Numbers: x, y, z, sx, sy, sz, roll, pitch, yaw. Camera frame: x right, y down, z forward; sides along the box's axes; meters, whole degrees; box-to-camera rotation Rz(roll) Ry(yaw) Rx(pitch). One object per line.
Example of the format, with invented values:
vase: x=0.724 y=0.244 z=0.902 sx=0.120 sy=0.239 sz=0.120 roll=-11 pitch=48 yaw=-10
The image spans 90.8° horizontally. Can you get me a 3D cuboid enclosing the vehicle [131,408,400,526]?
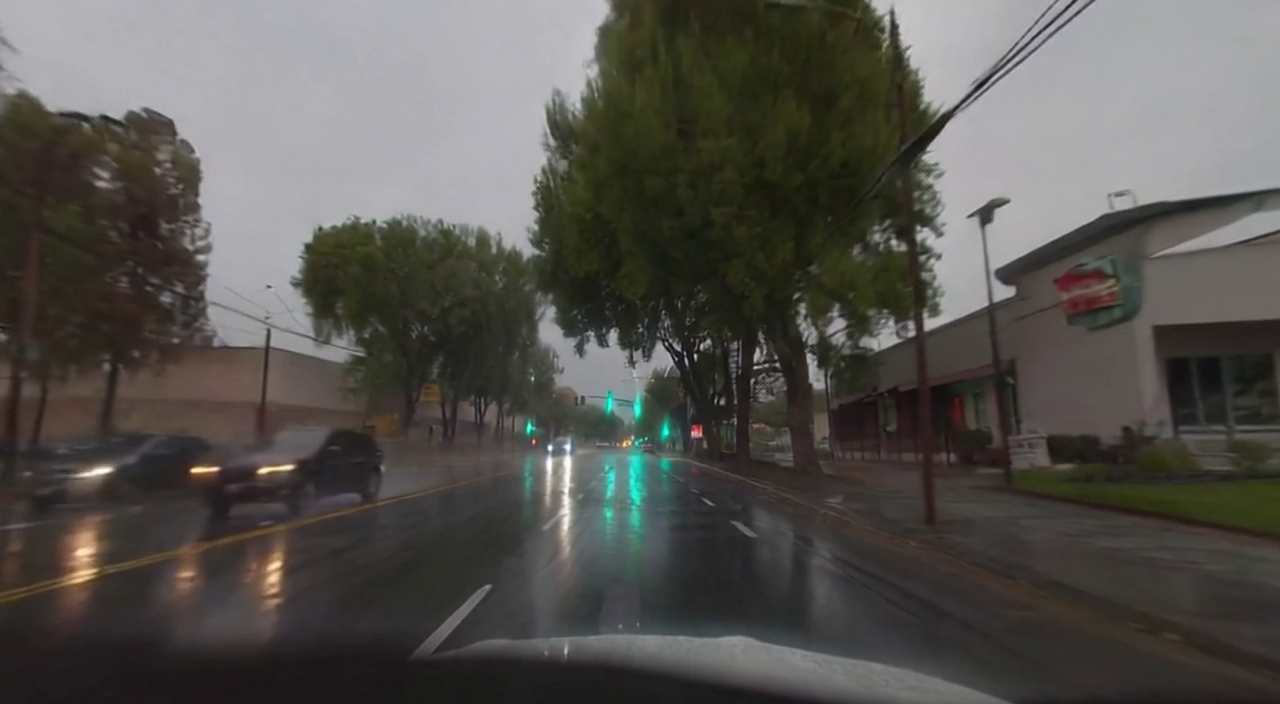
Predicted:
vehicle: x=-6.734 y=2.132 z=12.228 sx=2.322 sy=1.819 sz=4.651 roll=0 pitch=-8 yaw=0

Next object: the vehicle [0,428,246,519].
vehicle: x=-10.070 y=2.241 z=12.236 sx=2.012 sy=1.429 sz=4.462 roll=0 pitch=-8 yaw=0

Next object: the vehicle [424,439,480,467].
vehicle: x=-10.488 y=5.678 z=35.584 sx=1.952 sy=1.422 sz=4.305 roll=-1 pitch=-8 yaw=-1

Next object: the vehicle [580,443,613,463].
vehicle: x=-3.219 y=7.588 z=47.719 sx=2.122 sy=1.469 sz=4.388 roll=0 pitch=-8 yaw=0
